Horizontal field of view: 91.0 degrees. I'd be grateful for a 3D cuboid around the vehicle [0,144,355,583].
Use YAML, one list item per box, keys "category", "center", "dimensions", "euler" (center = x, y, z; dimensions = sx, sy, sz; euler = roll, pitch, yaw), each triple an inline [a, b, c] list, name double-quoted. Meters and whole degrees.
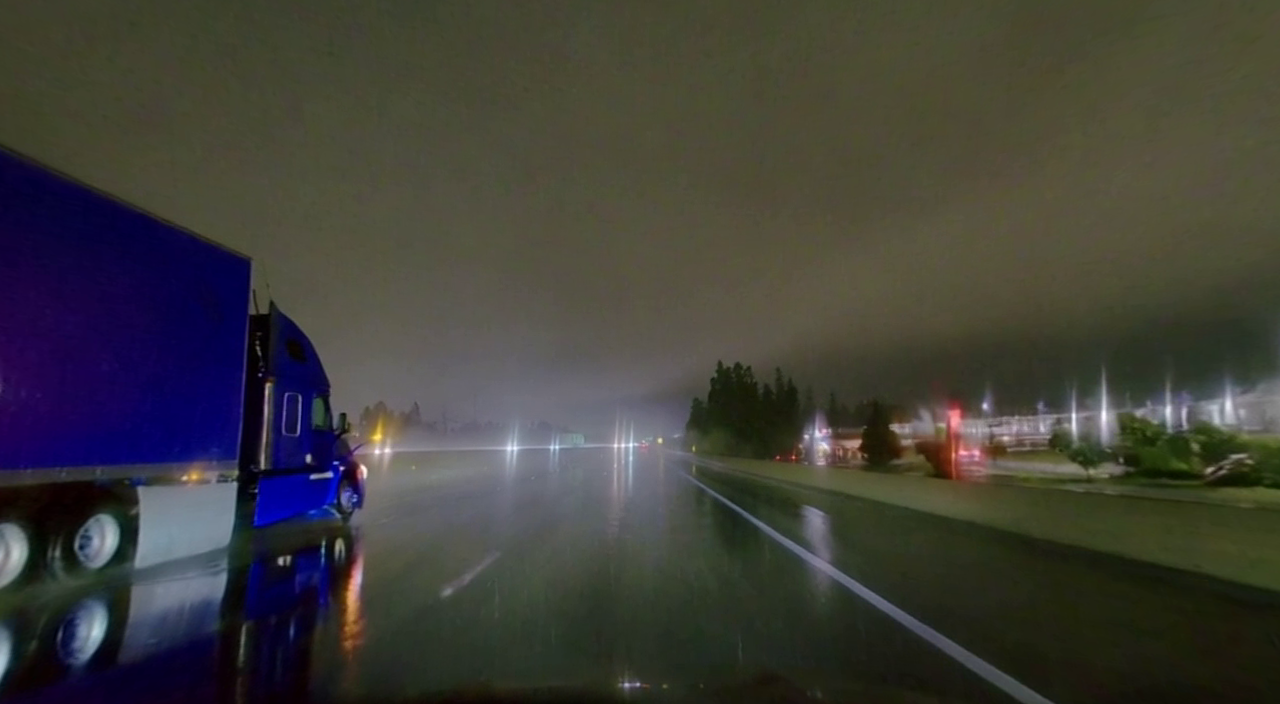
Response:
- category: "vehicle"
  center: [-7.256, 0.437, 7.951]
  dimensions: [2.996, 3.947, 8.600]
  euler: [0, -9, 1]
